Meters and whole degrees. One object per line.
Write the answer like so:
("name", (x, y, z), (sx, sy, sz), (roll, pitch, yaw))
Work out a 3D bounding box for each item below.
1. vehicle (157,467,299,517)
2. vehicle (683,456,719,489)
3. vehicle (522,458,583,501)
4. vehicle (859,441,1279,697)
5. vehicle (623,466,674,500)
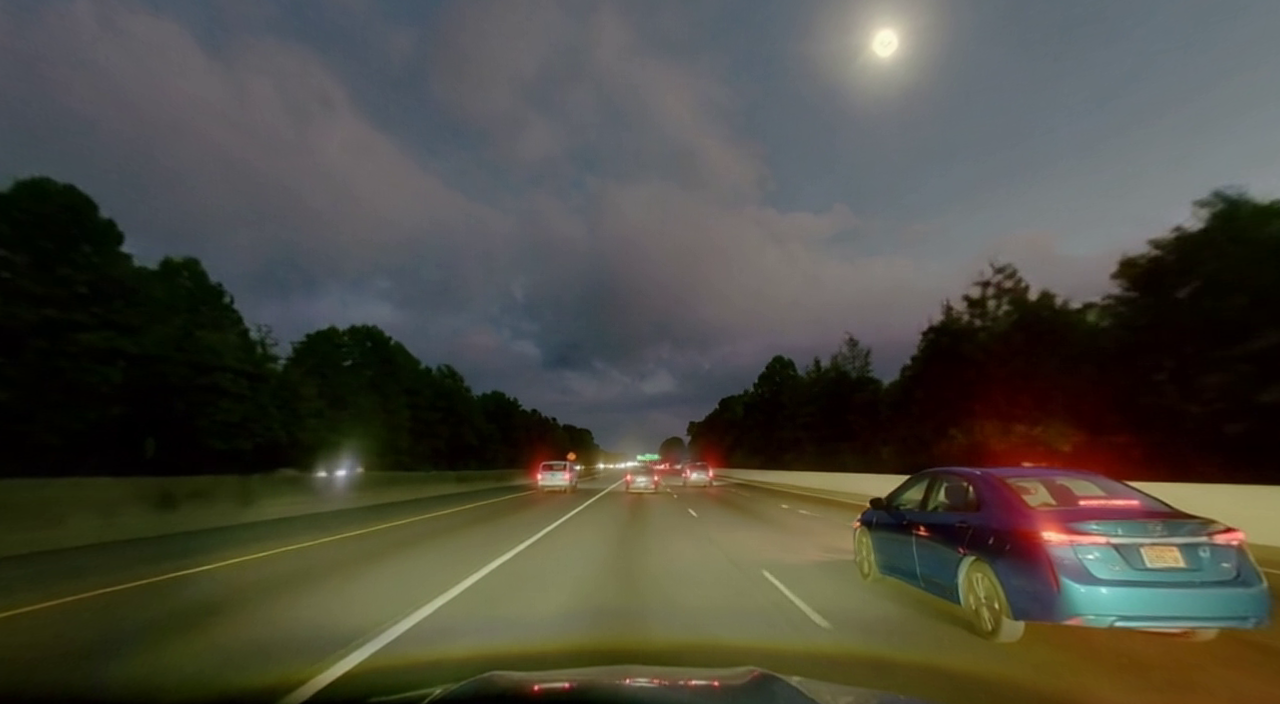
("vehicle", (-13.996, 4.749, 21.810), (1.814, 1.486, 4.645), (1, -10, -1))
("vehicle", (4.249, 8.451, 44.375), (2.030, 2.172, 3.621), (1, -10, -1))
("vehicle", (-3.800, 5.614, 27.998), (2.021, 1.706, 4.247), (1, -10, 1))
("vehicle", (3.735, 1.711, 5.927), (1.938, 1.561, 3.786), (1, -10, -1))
("vehicle", (0.386, 6.119, 29.696), (2.241, 1.425, 3.973), (1, -10, 0))
